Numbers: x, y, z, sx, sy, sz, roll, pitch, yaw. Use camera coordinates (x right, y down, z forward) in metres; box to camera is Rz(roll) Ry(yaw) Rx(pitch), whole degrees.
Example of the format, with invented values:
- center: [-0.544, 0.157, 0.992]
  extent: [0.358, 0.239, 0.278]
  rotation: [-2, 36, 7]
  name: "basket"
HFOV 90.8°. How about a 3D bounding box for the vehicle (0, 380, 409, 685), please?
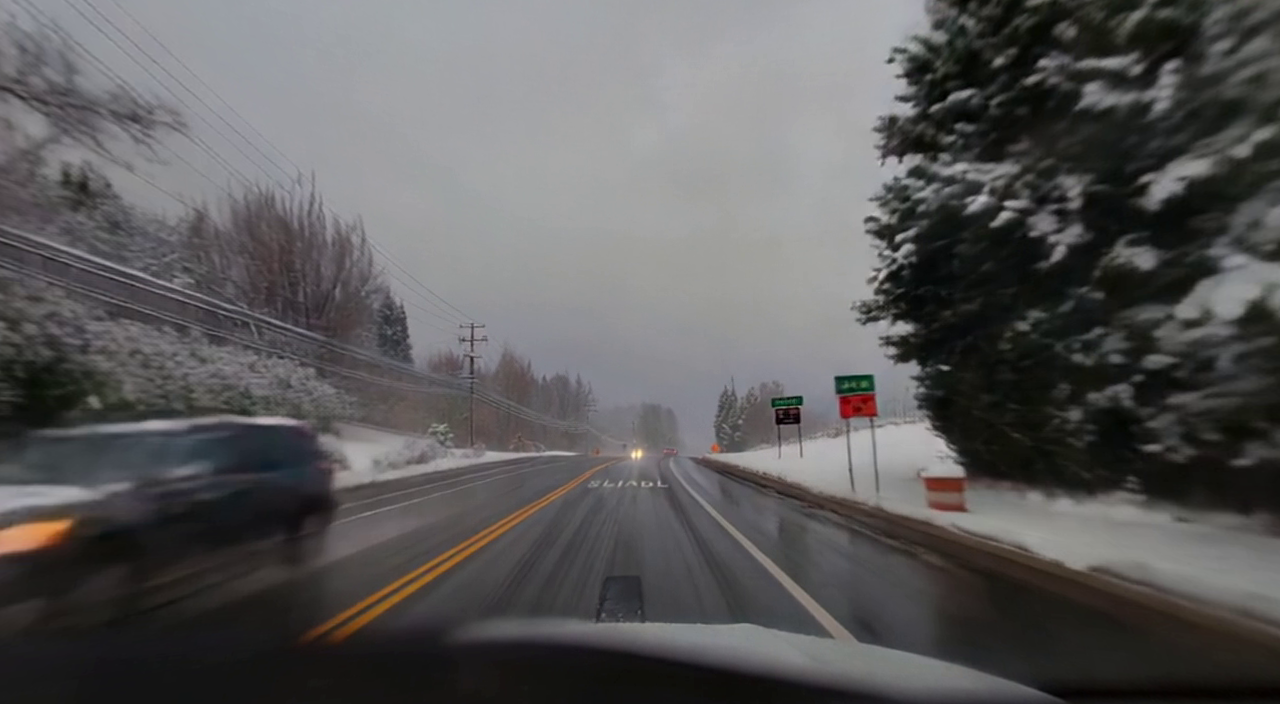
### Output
- center: [-3.992, 1.343, 5.833]
  extent: [2.018, 1.702, 4.423]
  rotation: [0, -9, 0]
  name: "vehicle"
